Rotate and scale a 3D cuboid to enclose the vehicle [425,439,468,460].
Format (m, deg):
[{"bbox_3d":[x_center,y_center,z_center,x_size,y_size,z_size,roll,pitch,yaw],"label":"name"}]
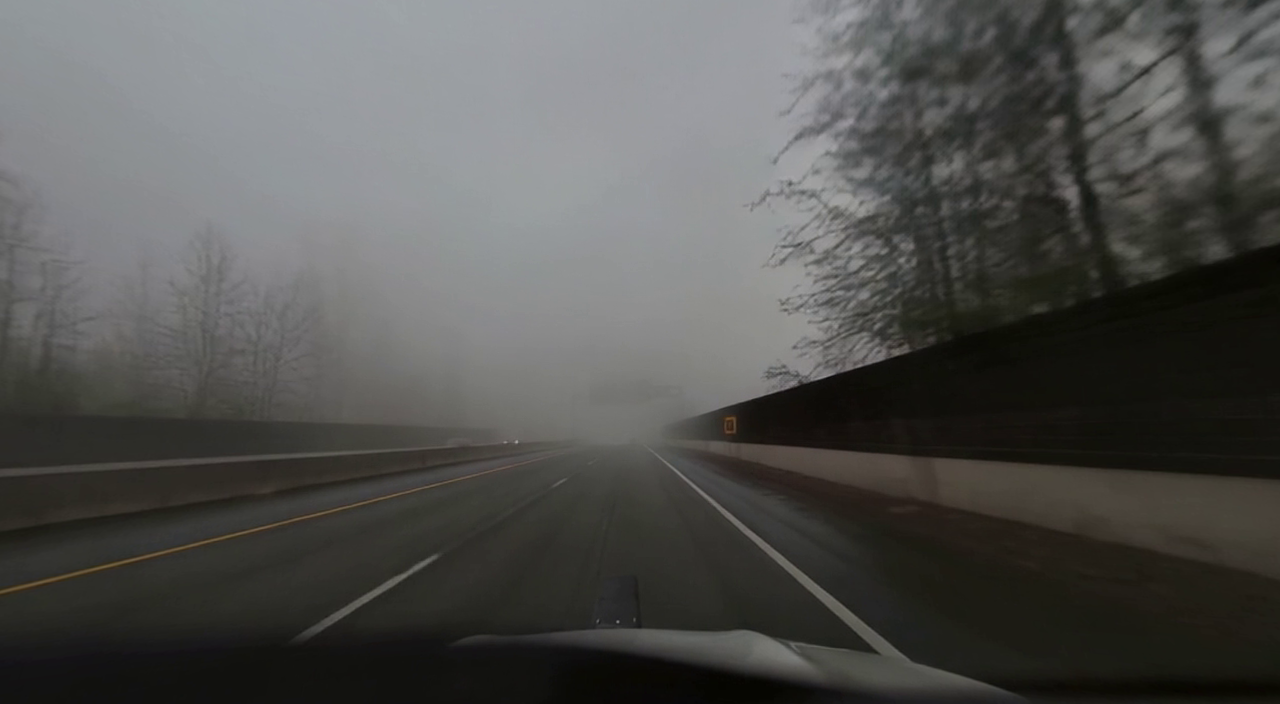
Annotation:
[{"bbox_3d":[-14.899,7.510,48.612,1.884,1.540,4.588,0,-8,0],"label":"vehicle"}]
